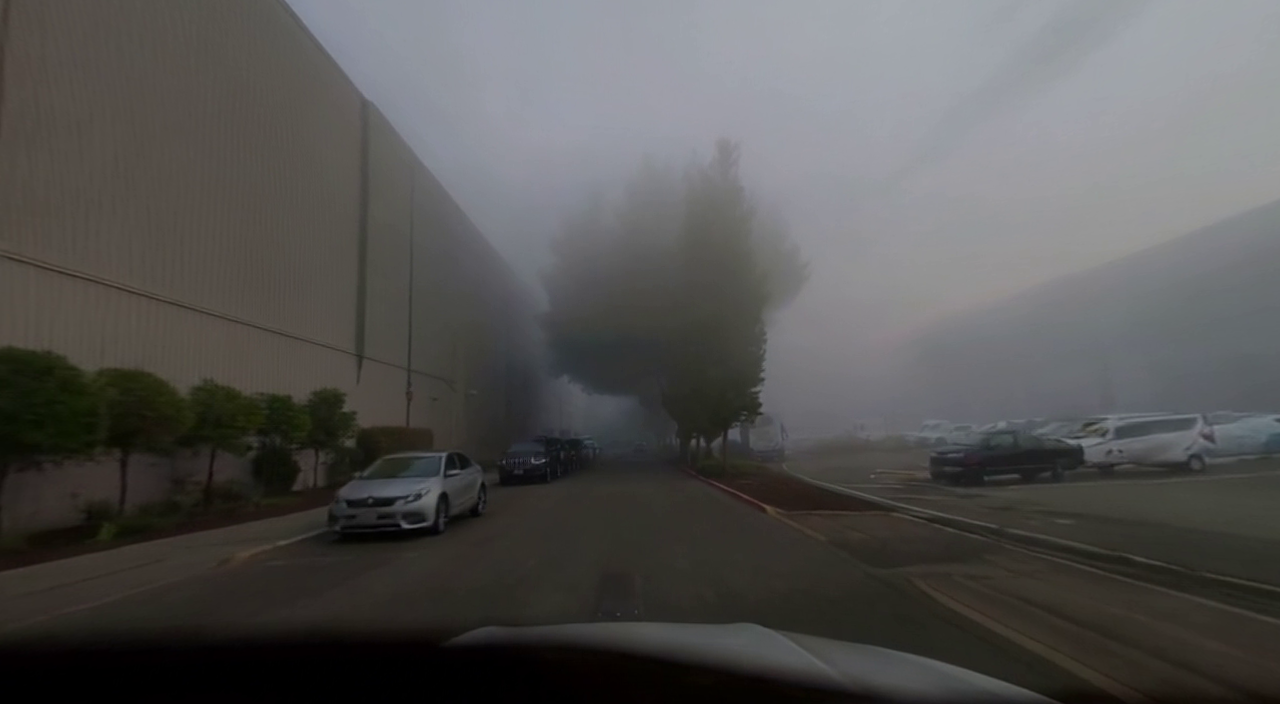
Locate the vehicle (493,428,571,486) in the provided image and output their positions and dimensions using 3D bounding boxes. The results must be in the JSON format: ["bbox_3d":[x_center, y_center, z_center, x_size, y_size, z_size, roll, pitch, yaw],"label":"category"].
[{"bbox_3d":[-4.021,4.078,24.356,2.161,1.843,5.181,-4,-10,-2],"label":"vehicle"}]

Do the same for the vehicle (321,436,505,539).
[{"bbox_3d":[-4.151,2.552,12.391,2.040,1.501,4.440,-4,-9,-1],"label":"vehicle"}]
